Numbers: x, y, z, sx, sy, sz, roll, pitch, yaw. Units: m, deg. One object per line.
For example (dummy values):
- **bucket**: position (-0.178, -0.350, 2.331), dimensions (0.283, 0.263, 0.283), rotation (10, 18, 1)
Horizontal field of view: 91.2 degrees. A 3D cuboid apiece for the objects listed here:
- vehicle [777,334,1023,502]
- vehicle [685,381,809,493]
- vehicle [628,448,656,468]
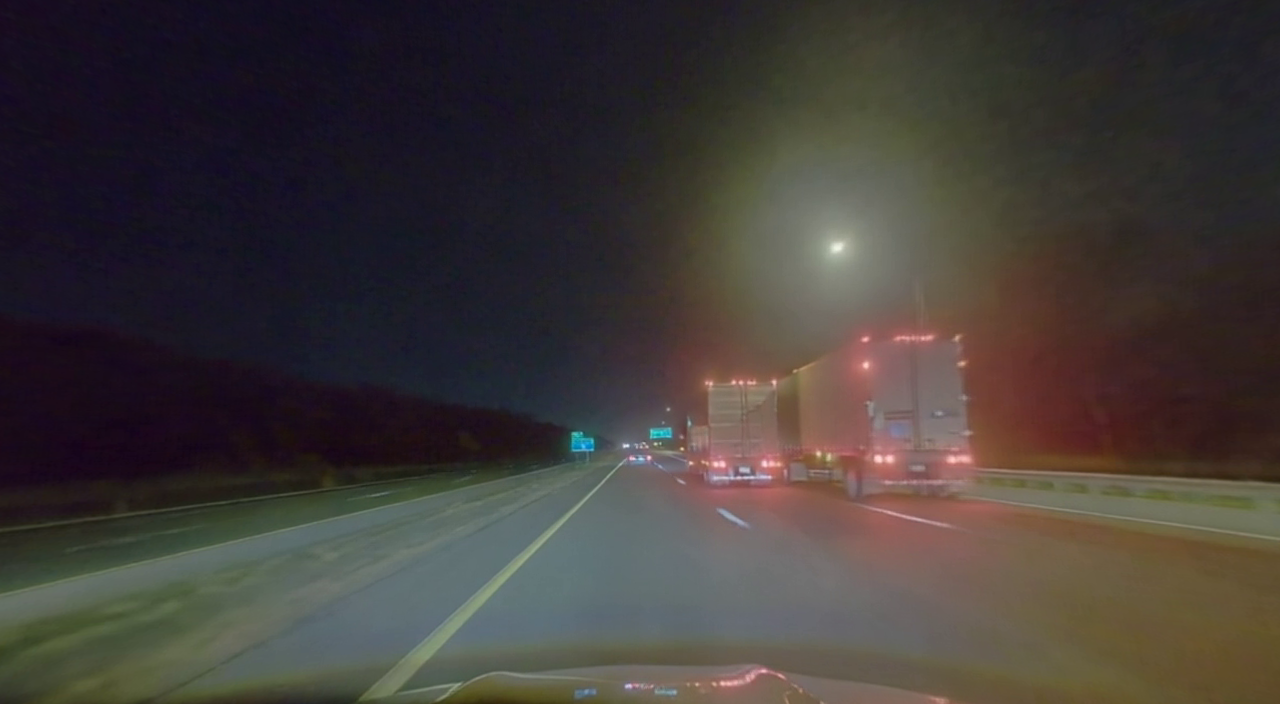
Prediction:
- **vehicle**: position (7.910, 2.554, 22.191), dimensions (3.268, 4.172, 12.771), rotation (-1, -8, 1)
- **vehicle**: position (3.495, 3.138, 22.759), dimensions (2.859, 3.332, 7.735), rotation (0, -9, -2)
- **vehicle**: position (0.188, 8.267, 49.087), dimensions (2.083, 1.473, 3.923), rotation (0, -9, 0)
